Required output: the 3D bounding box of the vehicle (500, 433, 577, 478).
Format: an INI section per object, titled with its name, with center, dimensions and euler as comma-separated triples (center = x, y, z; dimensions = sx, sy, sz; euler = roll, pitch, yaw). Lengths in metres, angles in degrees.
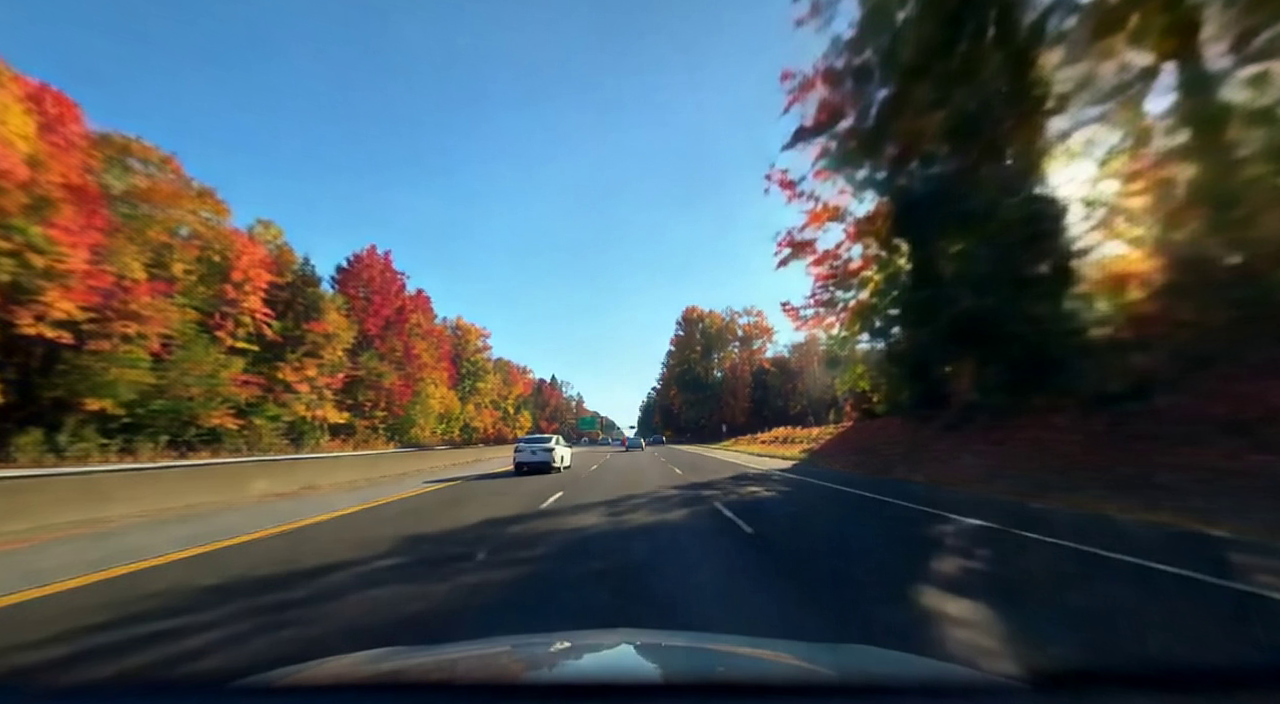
[vehicle]
center = -3.617, 3.759, 23.216
dimensions = 2.103, 1.507, 4.367
euler = 0, -8, 0
